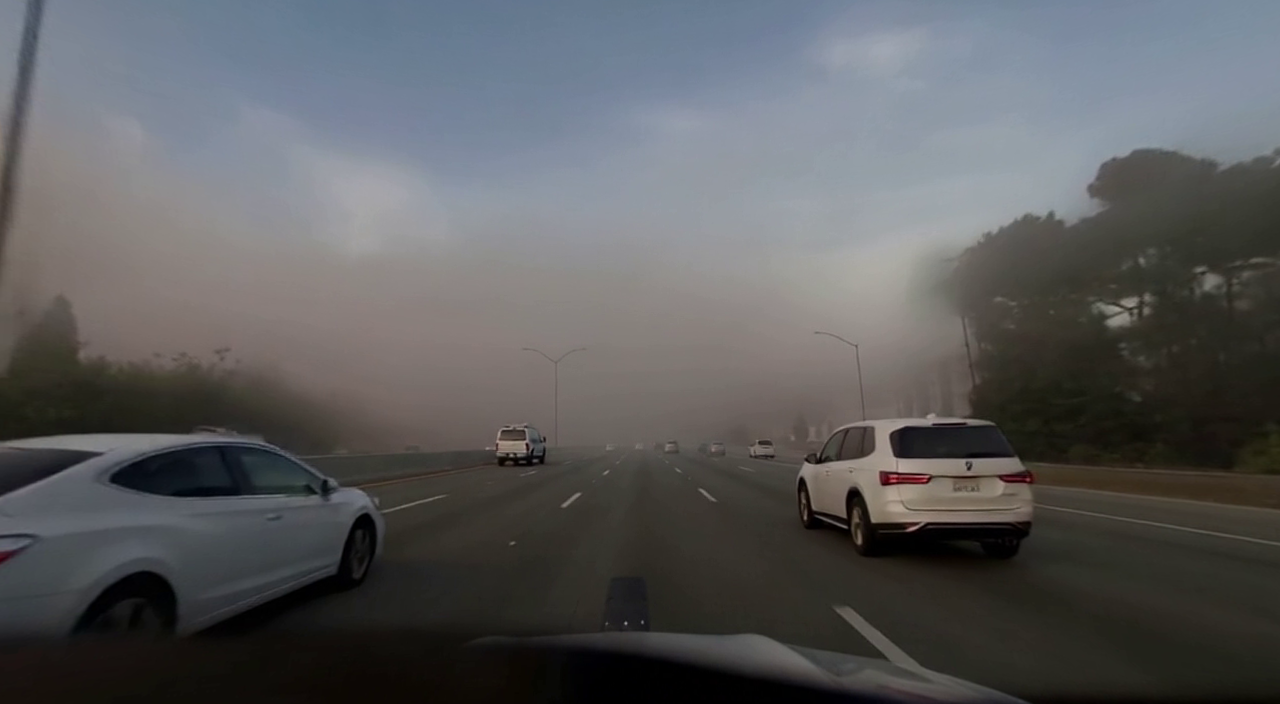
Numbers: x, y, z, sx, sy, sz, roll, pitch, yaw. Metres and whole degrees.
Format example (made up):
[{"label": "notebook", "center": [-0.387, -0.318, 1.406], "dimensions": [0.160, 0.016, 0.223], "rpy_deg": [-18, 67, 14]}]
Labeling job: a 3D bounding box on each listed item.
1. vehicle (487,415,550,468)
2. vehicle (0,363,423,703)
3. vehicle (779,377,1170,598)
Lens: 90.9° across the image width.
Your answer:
[{"label": "vehicle", "center": [-6.979, 5.296, 37.176], "dimensions": [2.362, 2.778, 6.630], "rpy_deg": [0, -8, 0]}, {"label": "vehicle", "center": [-3.292, 1.080, 4.018], "dimensions": [2.080, 1.542, 4.718], "rpy_deg": [0, -8, 1]}, {"label": "vehicle", "center": [3.363, 1.494, 7.812], "dimensions": [2.148, 1.852, 4.835], "rpy_deg": [0, -8, 0]}]
